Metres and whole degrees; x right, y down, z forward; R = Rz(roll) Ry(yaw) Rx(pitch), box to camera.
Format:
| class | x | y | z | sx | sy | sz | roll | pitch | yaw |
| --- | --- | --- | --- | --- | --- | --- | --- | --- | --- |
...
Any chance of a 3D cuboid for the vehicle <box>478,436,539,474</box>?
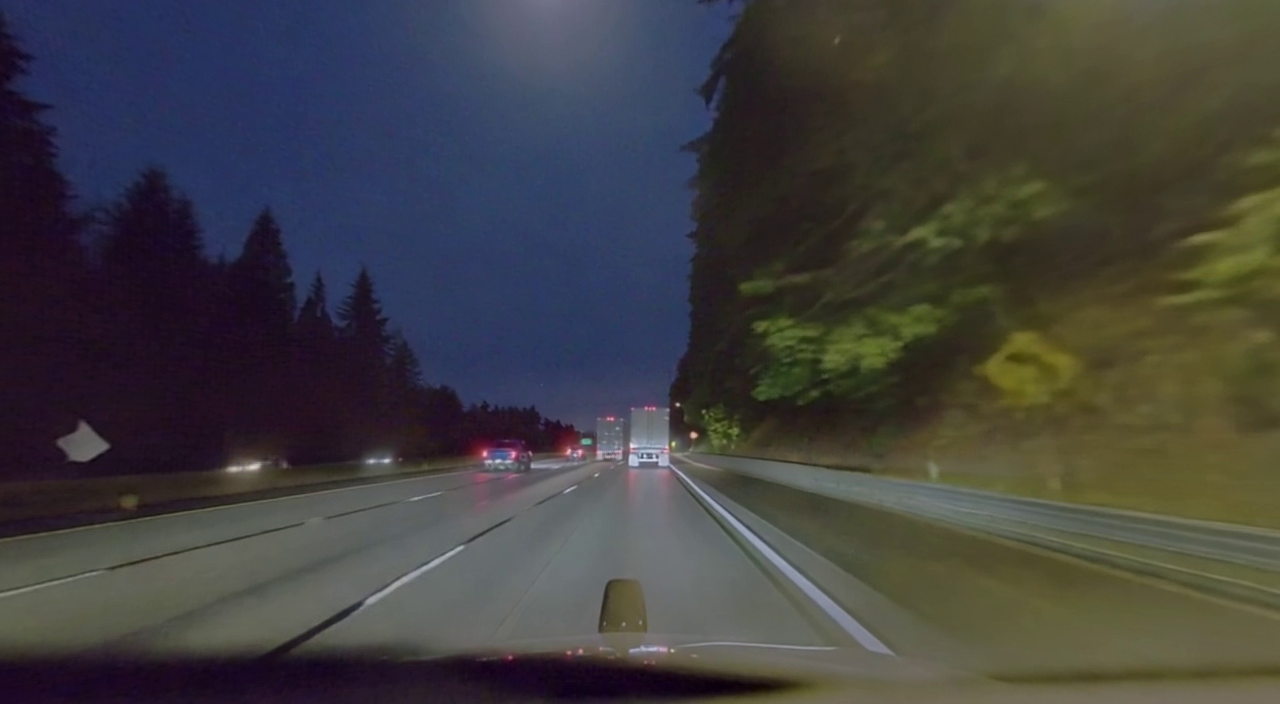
| class | x | y | z | sx | sy | sz | roll | pitch | yaw |
| --- | --- | --- | --- | --- | --- | --- | --- | --- | --- |
| vehicle | -6.924 | 5.478 | 33.751 | 2.149 | 1.884 | 4.627 | 0 | -8 | 1 |

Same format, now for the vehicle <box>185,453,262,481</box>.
| class | x | y | z | sx | sy | sz | roll | pitch | yaw |
| --- | --- | --- | --- | --- | --- | --- | --- | --- | --- |
| vehicle | -29.754 | 8.208 | 45.256 | 2.067 | 1.818 | 4.917 | 0 | -8 | 1 |

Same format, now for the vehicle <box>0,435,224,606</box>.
| class | x | y | z | sx | sy | sz | roll | pitch | yaw |
| --- | --- | --- | --- | --- | --- | --- | --- | --- | --- |
| vehicle | -7.890 | 1.902 | 7.451 | 2.258 | 1.785 | 5.318 | 0 | -8 | 1 |
